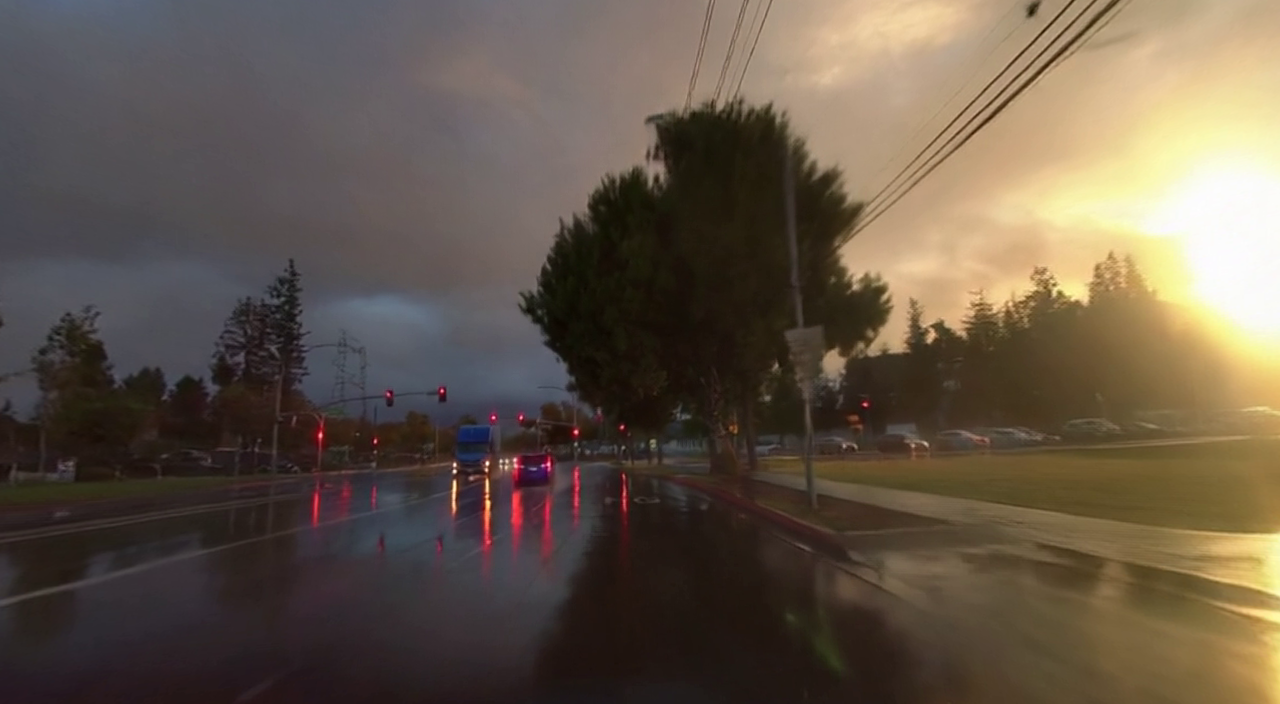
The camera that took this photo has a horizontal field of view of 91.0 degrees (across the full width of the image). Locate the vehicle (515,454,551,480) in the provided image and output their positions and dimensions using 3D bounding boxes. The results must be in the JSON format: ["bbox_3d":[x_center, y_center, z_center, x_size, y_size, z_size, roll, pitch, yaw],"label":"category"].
[{"bbox_3d":[-6.553,7.057,38.930,2.019,1.485,4.565,2,-9,-8],"label":"vehicle"}]

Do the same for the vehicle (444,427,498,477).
[{"bbox_3d":[-10.698,6.399,40.376,2.461,2.889,6.776,2,-9,-8],"label":"vehicle"}]
